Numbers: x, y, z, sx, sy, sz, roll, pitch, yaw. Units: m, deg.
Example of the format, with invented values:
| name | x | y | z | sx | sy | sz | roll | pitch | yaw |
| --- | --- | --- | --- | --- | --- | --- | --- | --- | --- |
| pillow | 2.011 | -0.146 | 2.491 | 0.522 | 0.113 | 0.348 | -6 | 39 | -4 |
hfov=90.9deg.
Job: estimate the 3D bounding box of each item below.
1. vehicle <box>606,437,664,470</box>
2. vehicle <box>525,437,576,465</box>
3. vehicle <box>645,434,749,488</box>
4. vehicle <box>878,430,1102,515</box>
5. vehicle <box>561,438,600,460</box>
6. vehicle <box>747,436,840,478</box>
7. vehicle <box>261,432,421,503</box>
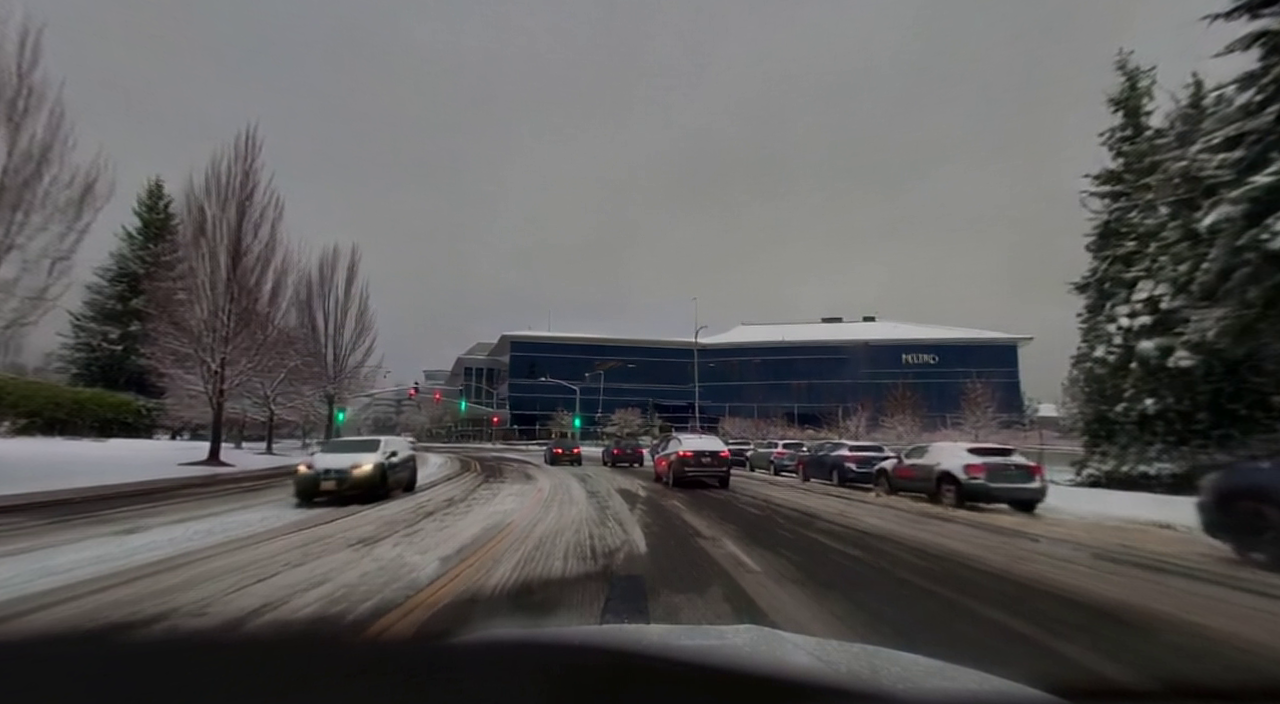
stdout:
| name | x | y | z | sx | sy | sz | roll | pitch | yaw |
| --- | --- | --- | --- | --- | --- | --- | --- | --- | --- |
| vehicle | -0.325 | 4.981 | 31.193 | 1.984 | 1.476 | 4.488 | 2 | -9 | -12 |
| vehicle | -5.414 | 5.881 | 37.608 | 2.308 | 1.535 | 4.811 | 2 | -9 | -16 |
| vehicle | 1.619 | 3.363 | 19.744 | 2.280 | 1.472 | 4.426 | 1 | -9 | -8 |
| vehicle | 7.143 | 2.497 | 13.590 | 1.890 | 1.488 | 4.567 | 1 | -8 | -5 |
| vehicle | -4.318 | 6.953 | 45.150 | 1.957 | 1.463 | 4.701 | 2 | -9 | -15 |
| vehicle | 5.803 | 4.031 | 24.408 | 1.820 | 1.450 | 4.408 | 2 | -9 | -10 |
| vehicle | -7.239 | 2.822 | 15.885 | 2.325 | 1.509 | 4.340 | 1 | -9 | -7 |
